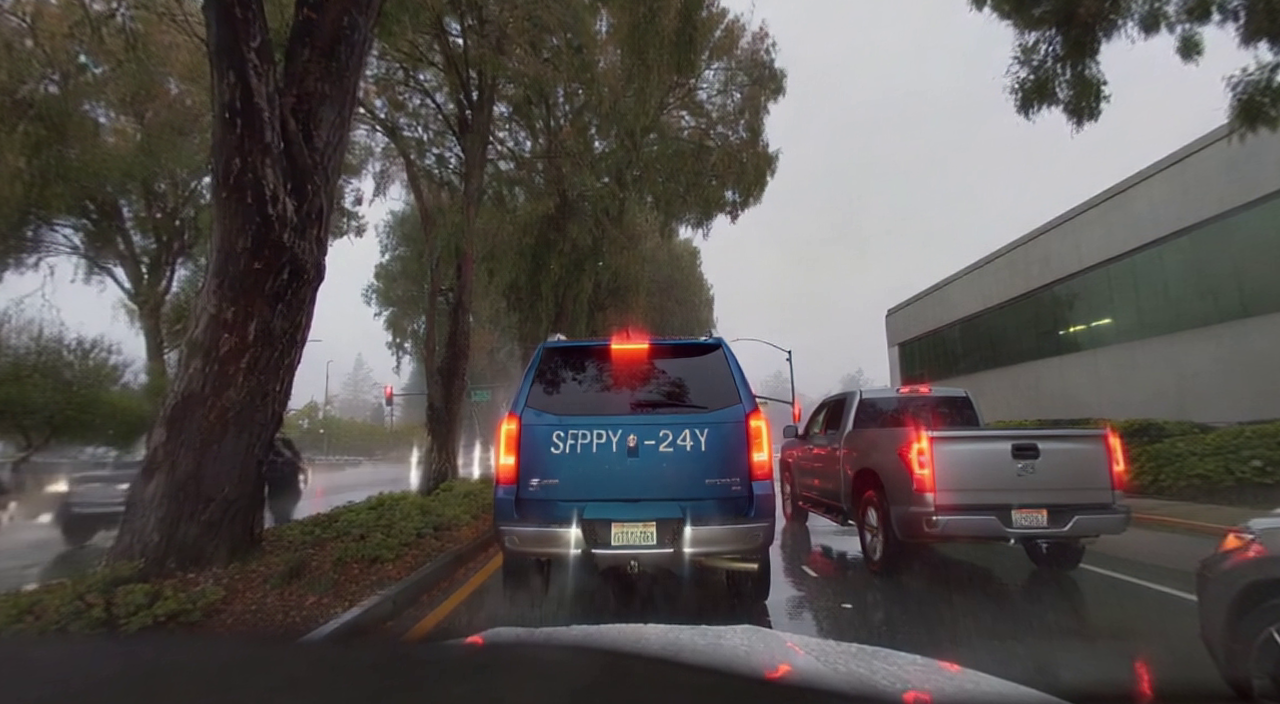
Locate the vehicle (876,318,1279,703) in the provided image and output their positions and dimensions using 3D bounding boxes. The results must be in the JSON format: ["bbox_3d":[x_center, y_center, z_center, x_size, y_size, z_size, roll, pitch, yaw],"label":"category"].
[{"bbox_3d":[3.081,0.982,3.470,2.022,1.700,4.410,0,-8,3],"label":"vehicle"}]

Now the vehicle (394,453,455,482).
[{"bbox_3d":[-15.241,8.151,44.937,2.214,1.815,5.613,0,-8,2],"label":"vehicle"}]

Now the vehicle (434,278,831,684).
[{"bbox_3d":[0.011,1.035,5.936,2.267,2.372,4.366,0,-8,2],"label":"vehicle"}]

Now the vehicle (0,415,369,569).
[{"bbox_3d":[-9.067,2.761,13.757,2.873,2.199,8.099,-4,-8,-1],"label":"vehicle"}]
